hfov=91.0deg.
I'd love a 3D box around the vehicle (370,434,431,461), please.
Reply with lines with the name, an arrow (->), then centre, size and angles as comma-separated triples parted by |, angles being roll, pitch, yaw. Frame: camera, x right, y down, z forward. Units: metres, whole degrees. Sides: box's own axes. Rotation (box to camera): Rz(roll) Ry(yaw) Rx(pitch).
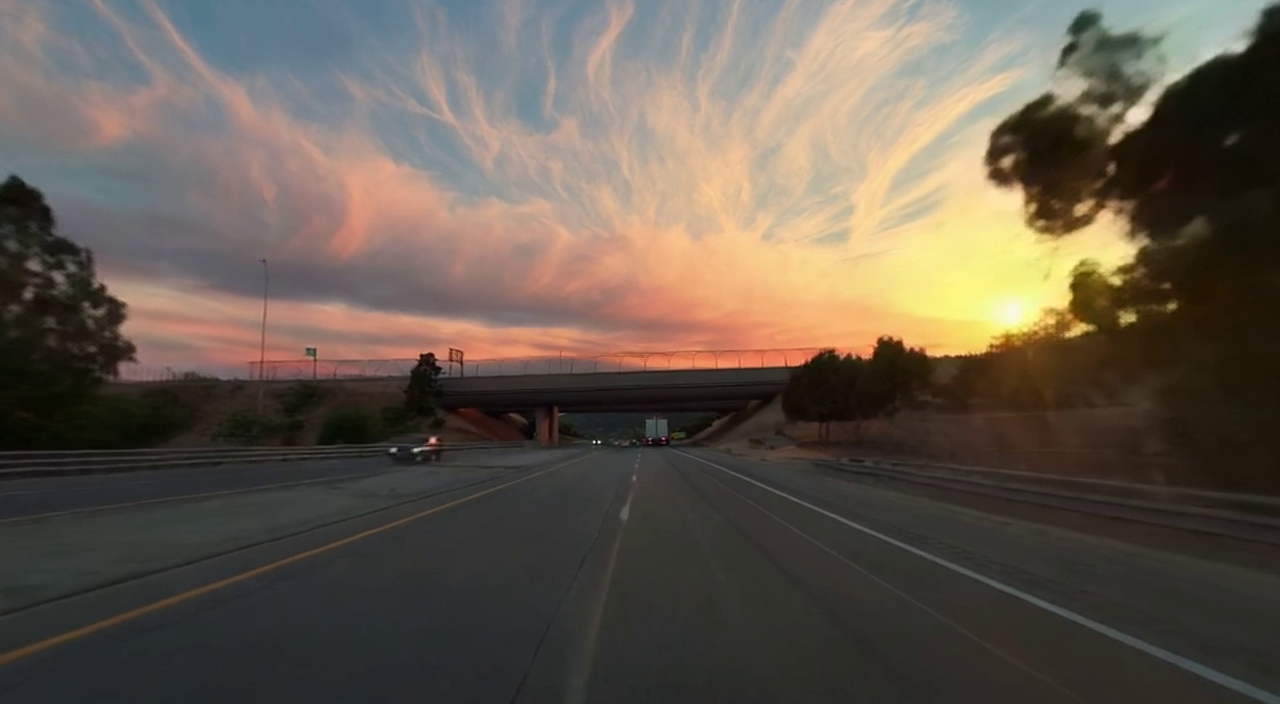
vehicle -> -13.662, 5.485, 36.206 | 1.865, 1.428, 4.137 | 0, -8, 0
